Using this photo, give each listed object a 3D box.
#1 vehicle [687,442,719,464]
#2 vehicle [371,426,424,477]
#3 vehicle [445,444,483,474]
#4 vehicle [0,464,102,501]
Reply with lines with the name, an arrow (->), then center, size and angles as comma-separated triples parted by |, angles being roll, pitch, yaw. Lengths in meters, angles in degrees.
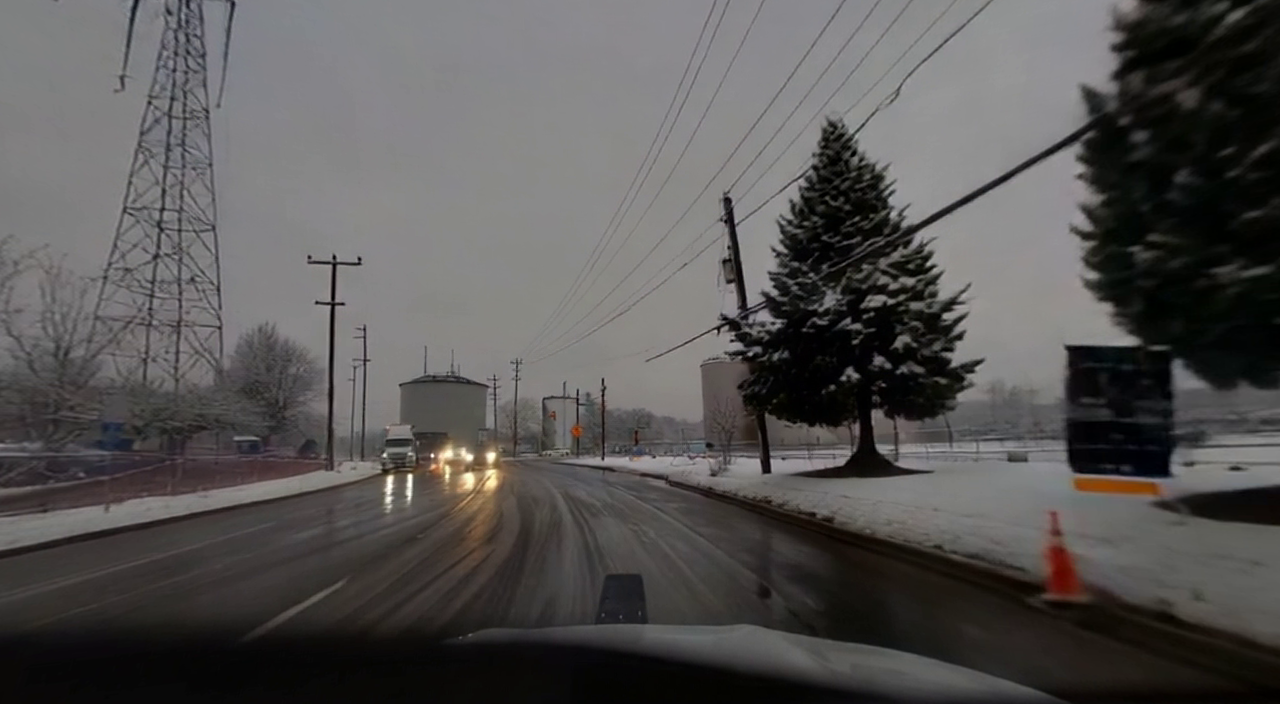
vehicle -> 4.584, 7.453, 46.586 | 1.829, 1.487, 4.352 | 0, -9, -1
vehicle -> -16.486, 6.835, 43.349 | 2.905, 3.133, 7.675 | 3, -9, -18
vehicle -> -11.242, 6.754, 40.175 | 2.079, 1.770, 4.684 | 2, -9, -18
vehicle -> -26.128, 5.580, 27.120 | 4.184, 1.411, 1.855 | 0, -9, -5
